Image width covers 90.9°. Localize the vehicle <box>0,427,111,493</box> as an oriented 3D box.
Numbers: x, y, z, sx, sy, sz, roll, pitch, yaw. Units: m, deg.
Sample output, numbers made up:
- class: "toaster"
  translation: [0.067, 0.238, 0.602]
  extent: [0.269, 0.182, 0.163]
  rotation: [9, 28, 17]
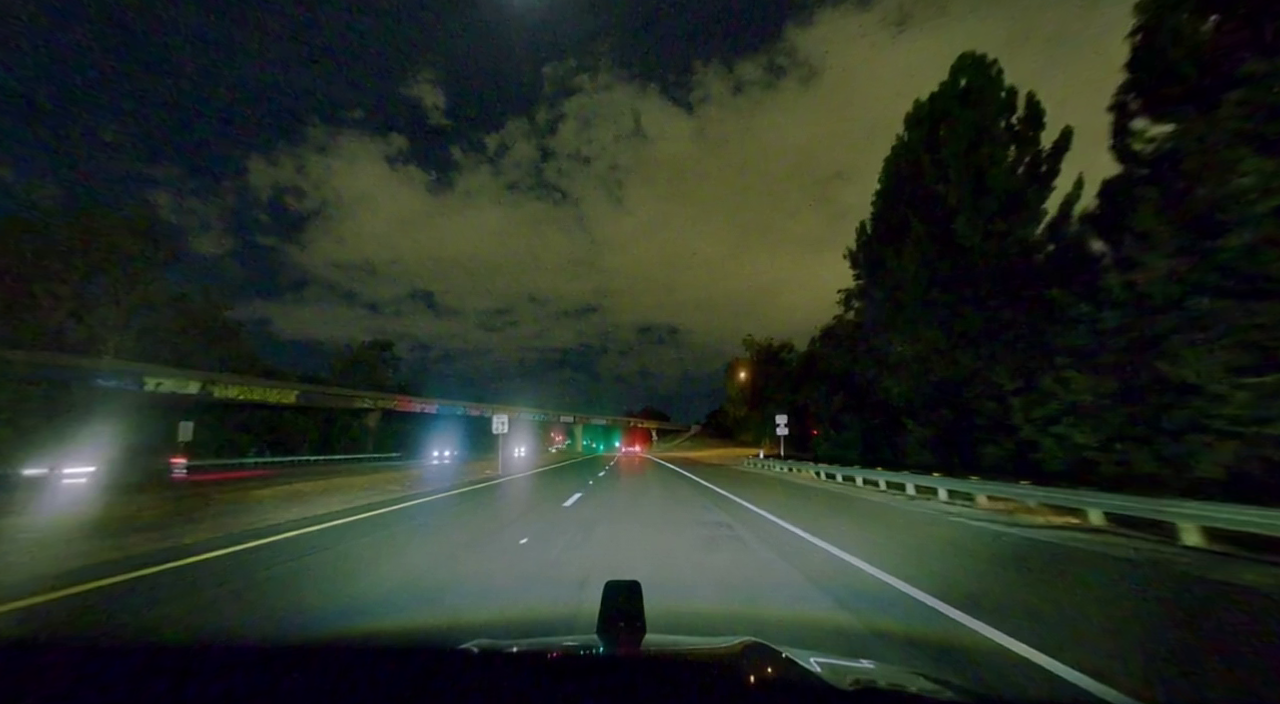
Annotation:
- class: "vehicle"
  translation: [-17.272, 2.932, 17.162]
  extent: [1.858, 1.643, 4.512]
  rotation: [0, -9, -2]
